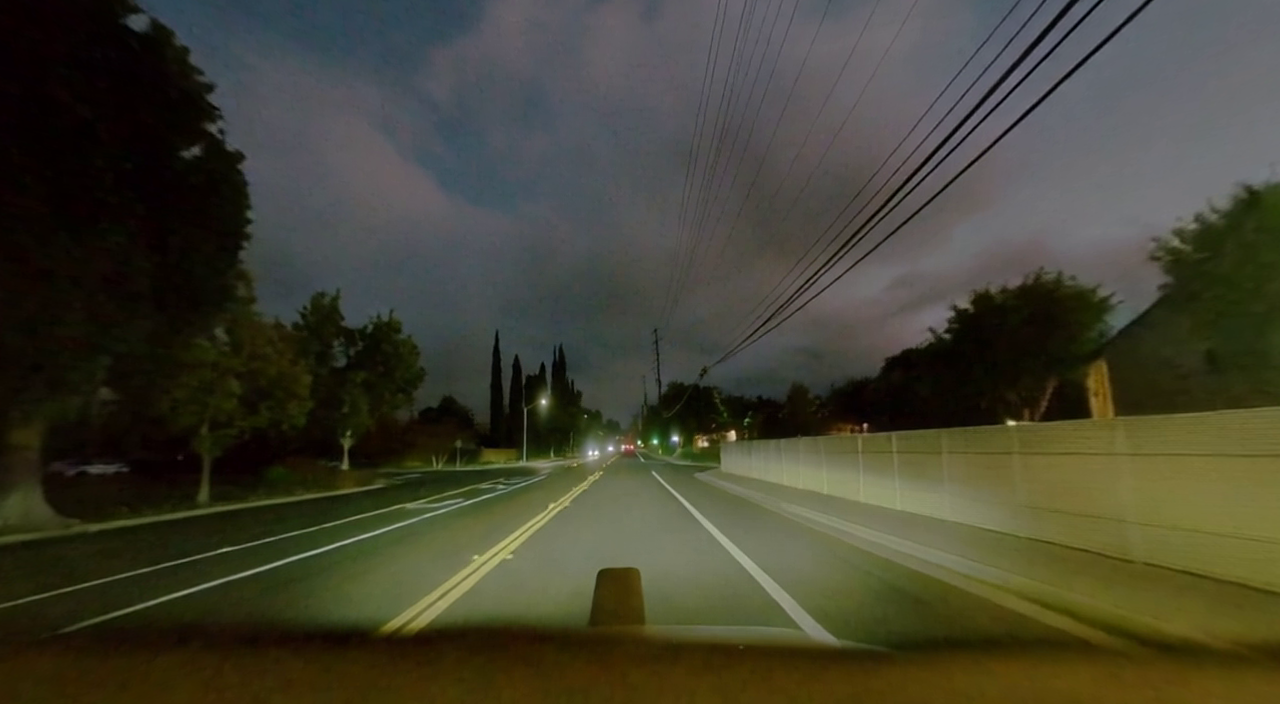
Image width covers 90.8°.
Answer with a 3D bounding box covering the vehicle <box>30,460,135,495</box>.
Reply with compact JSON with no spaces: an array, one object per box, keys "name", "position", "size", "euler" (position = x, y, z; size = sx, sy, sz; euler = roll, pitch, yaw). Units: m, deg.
[{"name":"vehicle","position":[-33.321,7.482,38.009],"size":[1.885,1.698,5.050],"euler":[0,-7,-3]}]
